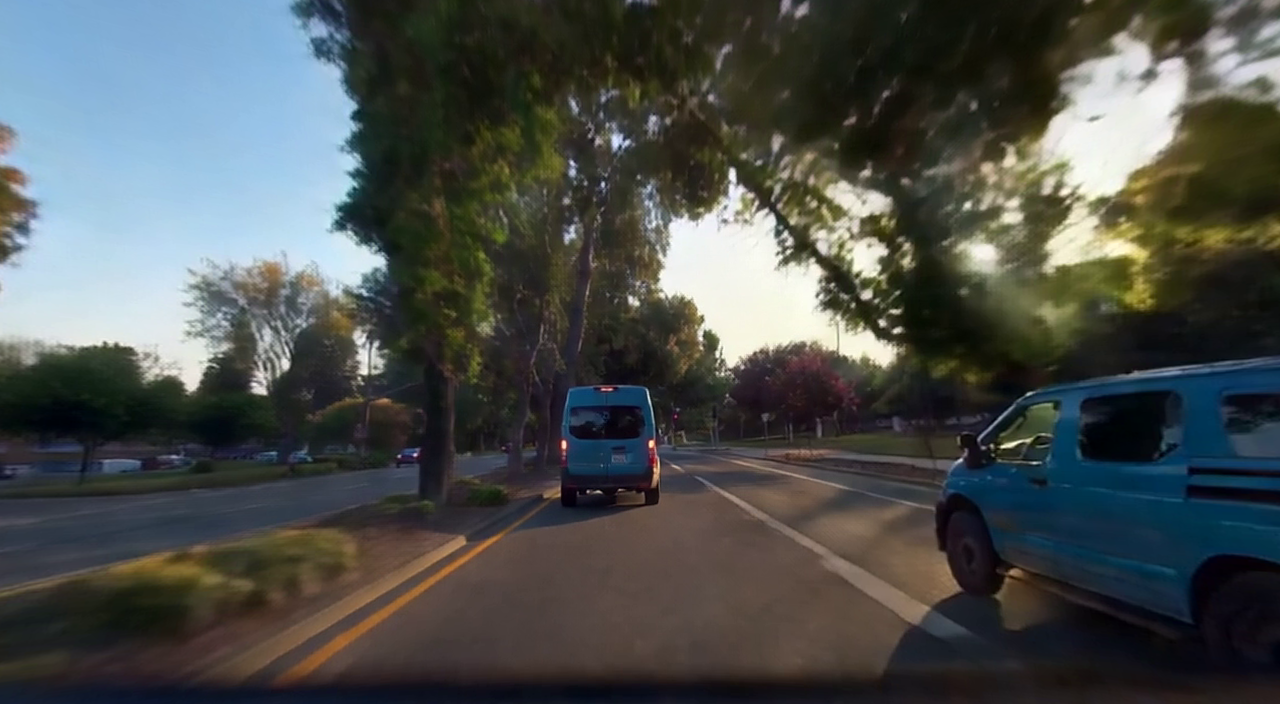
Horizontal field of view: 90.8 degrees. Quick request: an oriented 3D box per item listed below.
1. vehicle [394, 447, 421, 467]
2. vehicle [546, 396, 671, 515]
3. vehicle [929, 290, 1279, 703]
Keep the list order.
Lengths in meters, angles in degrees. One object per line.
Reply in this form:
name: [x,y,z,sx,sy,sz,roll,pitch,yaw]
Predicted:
vehicle: [-18.073,8.163,49.224,1.833,1.504,4.141,3,-9,-18]
vehicle: [-0.517,2.102,13.124,2.145,2.046,4.309,0,-9,1]
vehicle: [3.753,0.862,3.928,1.988,1.873,3.968,0,-9,0]
